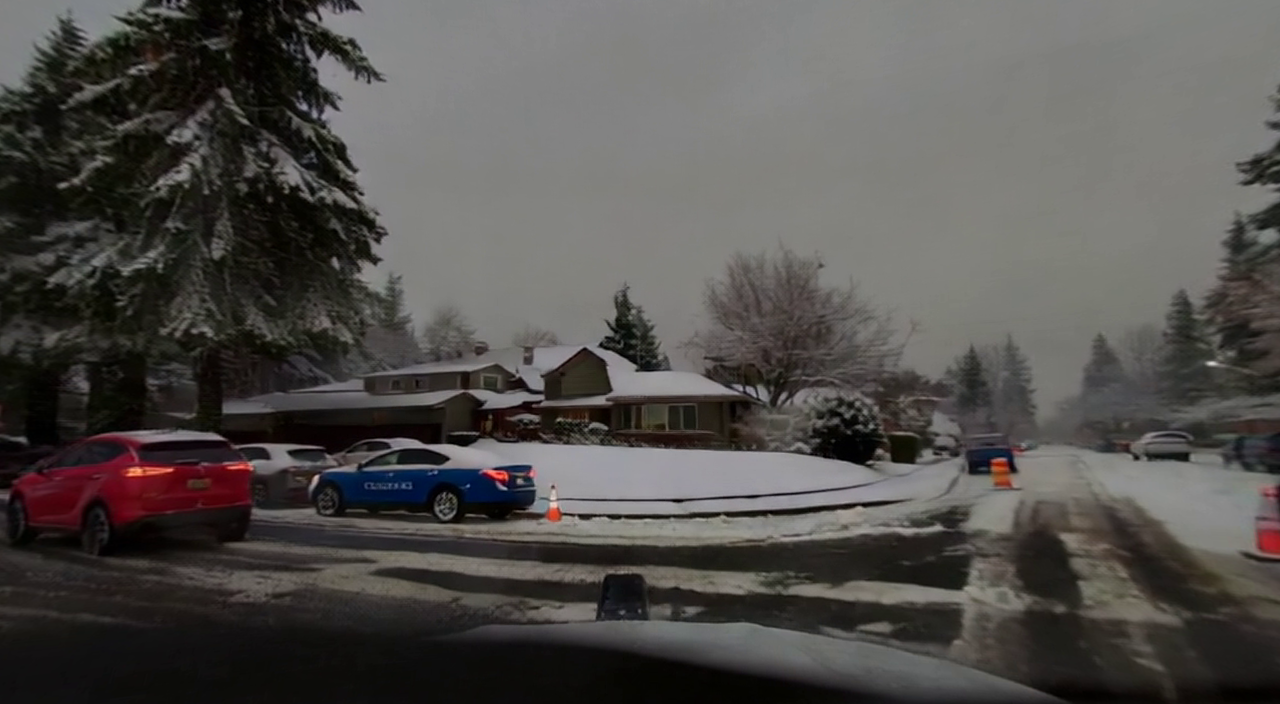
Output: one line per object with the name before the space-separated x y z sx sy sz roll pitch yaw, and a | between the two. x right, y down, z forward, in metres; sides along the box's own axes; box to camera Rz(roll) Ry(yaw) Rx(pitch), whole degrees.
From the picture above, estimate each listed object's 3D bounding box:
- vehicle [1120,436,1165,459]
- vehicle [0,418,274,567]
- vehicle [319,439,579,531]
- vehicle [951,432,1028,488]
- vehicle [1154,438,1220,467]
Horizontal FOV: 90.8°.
vehicle | 36.982 7.028 46.572 1.869 1.635 4.043 -5 -10 29
vehicle | -7.916 1.985 9.651 4.094 1.748 2.350 -6 -10 33
vehicle | -3.858 2.550 12.766 4.710 1.515 2.400 -5 -10 30
vehicle | 12.433 3.751 22.347 2.014 1.742 4.297 -6 -10 31
vehicle | 29.694 5.452 34.431 1.829 1.447 4.183 -5 -10 29
